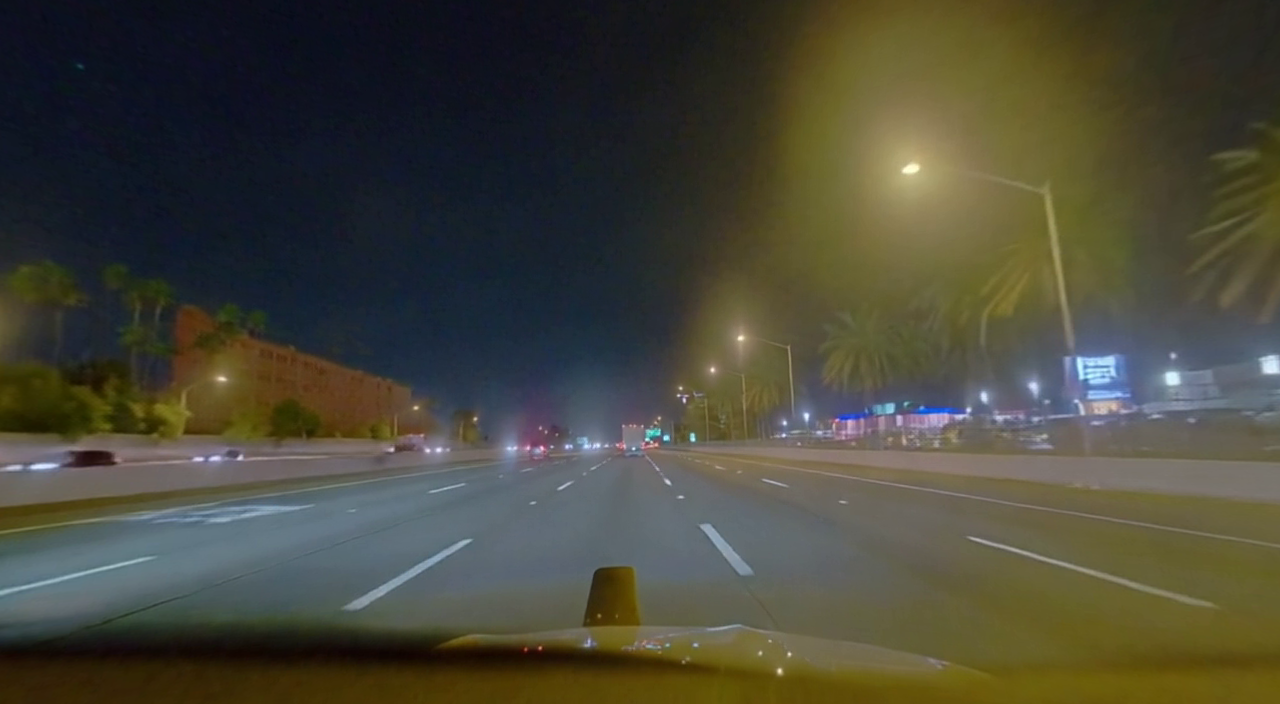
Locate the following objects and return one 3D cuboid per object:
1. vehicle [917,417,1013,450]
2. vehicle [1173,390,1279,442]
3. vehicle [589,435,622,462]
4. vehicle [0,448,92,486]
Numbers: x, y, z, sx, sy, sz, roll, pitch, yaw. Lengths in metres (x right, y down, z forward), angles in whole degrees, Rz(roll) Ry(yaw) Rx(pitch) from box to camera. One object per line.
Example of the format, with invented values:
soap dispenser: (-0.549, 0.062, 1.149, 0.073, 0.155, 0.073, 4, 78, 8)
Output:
vehicle: (23.736, 5.989, 46.279, 5.716, 2.092, 2.177, -2, -11, -4)
vehicle: (23.259, 2.390, 23.151, 5.484, 1.783, 2.076, 0, -9, -1)
vehicle: (-2.659, 7.638, 49.827, 2.390, 2.007, 4.901, 0, -9, -1)
vehicle: (-29.857, 5.489, 30.537, 2.081, 1.670, 5.157, 0, -9, 0)
